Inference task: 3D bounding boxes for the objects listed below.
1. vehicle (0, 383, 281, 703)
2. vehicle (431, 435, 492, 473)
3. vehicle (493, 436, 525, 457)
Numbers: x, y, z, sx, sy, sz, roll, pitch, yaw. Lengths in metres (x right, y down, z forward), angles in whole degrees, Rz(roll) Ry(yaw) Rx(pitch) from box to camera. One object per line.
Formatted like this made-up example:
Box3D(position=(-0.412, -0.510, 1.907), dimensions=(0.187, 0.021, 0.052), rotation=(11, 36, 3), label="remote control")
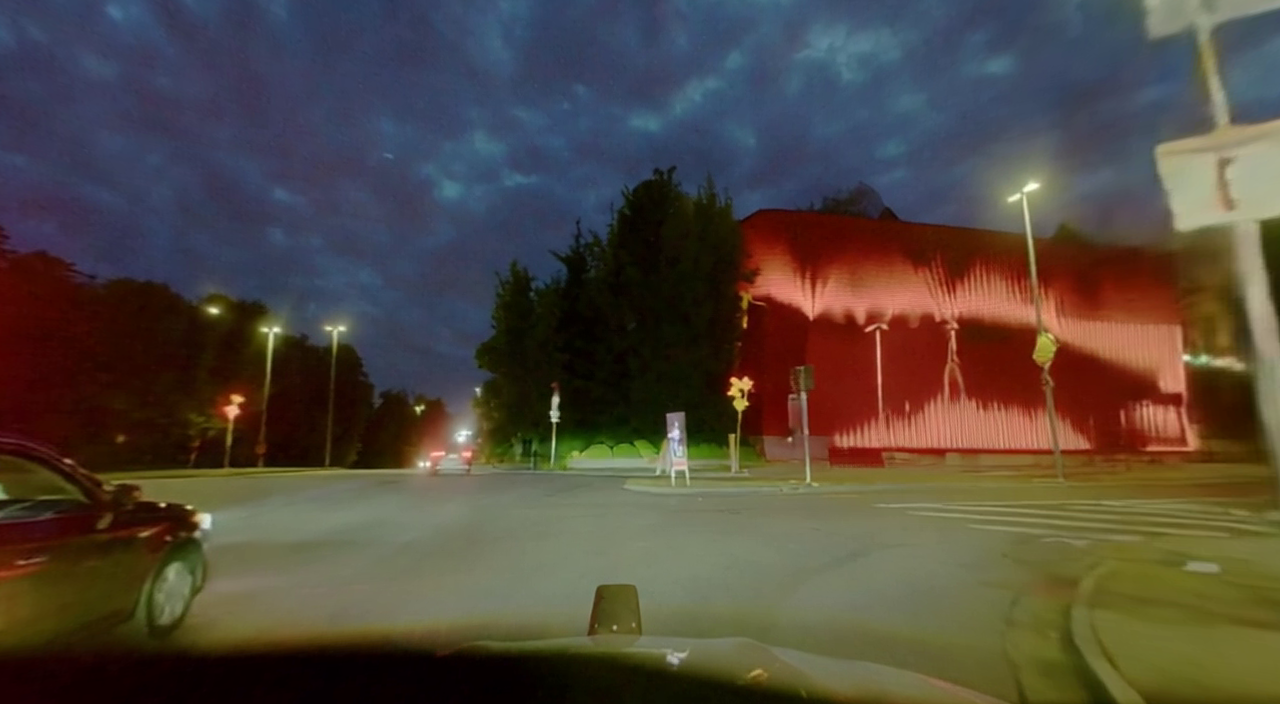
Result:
Box3D(position=(-3.735, 0.923, 3.008), dimensions=(1.853, 1.478, 4.381), rotation=(1, -8, -7), label="vehicle")
Box3D(position=(-7.362, 4.216, 26.321), dimensions=(1.962, 1.424, 4.289), rotation=(1, -8, -10), label="vehicle")
Box3D(position=(-9.827, 7.095, 47.330), dimensions=(1.742, 1.504, 3.771), rotation=(0, -8, -2), label="vehicle")
